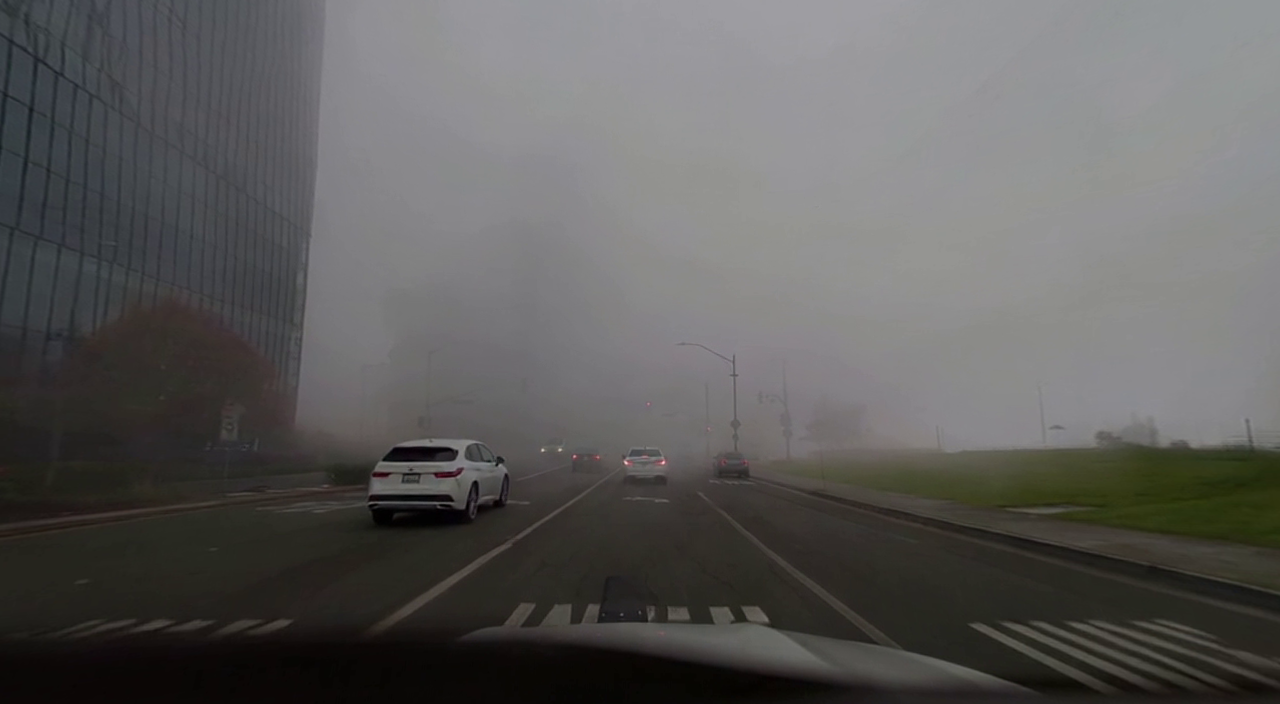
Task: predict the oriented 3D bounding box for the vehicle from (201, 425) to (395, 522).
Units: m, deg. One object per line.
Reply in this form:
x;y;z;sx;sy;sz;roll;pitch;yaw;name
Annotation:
-7.100;2.547;13.670;1.902;1.765;3.973;0;-9;1;vehicle

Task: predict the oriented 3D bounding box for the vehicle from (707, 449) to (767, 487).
4.151;5.017;27.560;1.940;1.514;4.187;0;-9;-1;vehicle

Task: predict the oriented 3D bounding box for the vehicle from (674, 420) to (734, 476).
4.207;6.739;44.428;3.074;3.316;12.953;0;-9;1;vehicle

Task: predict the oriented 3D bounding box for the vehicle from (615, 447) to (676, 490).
0.209;4.538;24.850;2.174;1.509;4.374;0;-9;0;vehicle

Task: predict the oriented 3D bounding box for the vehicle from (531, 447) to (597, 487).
-3.086;4.746;26.429;2.044;1.508;4.479;0;-9;2;vehicle

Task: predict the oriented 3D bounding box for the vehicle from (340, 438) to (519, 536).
-3.750;2.463;12.143;1.933;1.520;4.195;0;-9;1;vehicle
